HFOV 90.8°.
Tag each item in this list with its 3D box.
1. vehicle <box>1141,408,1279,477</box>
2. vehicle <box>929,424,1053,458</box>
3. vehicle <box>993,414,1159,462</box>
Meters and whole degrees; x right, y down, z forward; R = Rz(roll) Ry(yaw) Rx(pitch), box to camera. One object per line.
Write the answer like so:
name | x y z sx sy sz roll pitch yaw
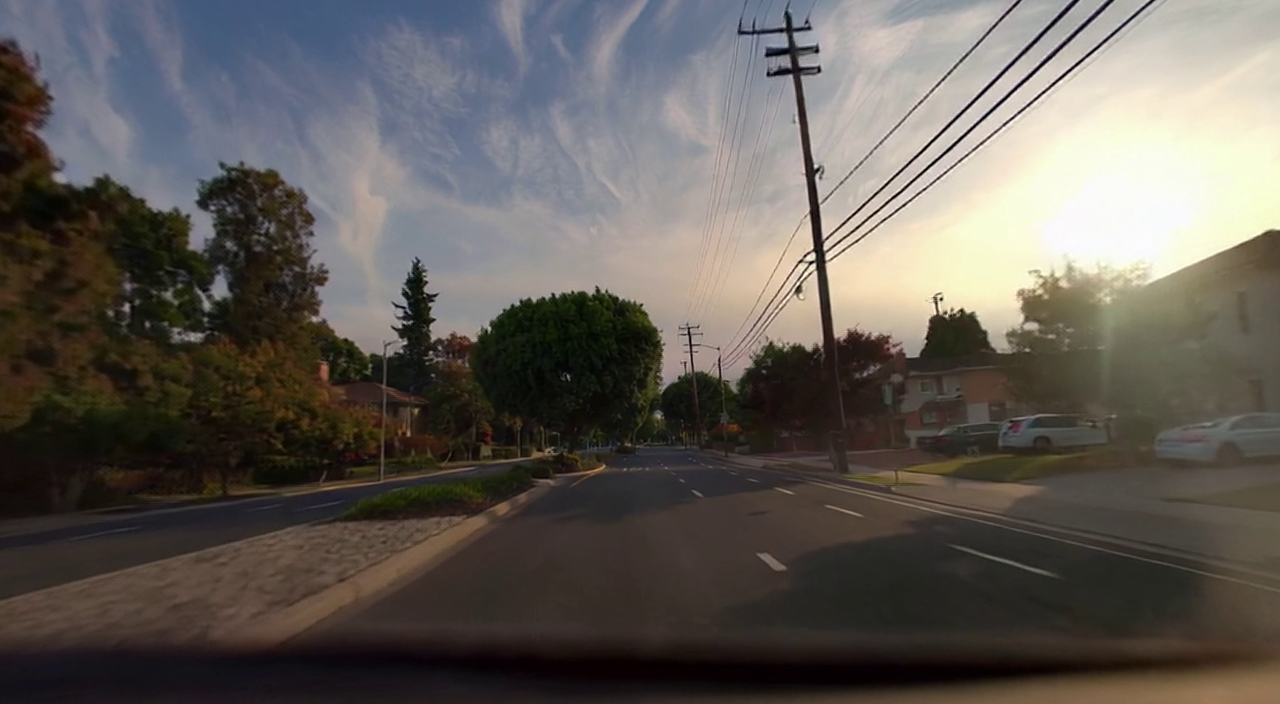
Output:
vehicle | 16.698 2.431 17.032 4.560 1.725 2.096 0 -8 -2
vehicle | 16.605 4.230 30.065 4.681 1.541 2.049 0 -8 -3
vehicle | 16.820 3.350 24.572 4.833 1.786 2.136 0 -8 -1
